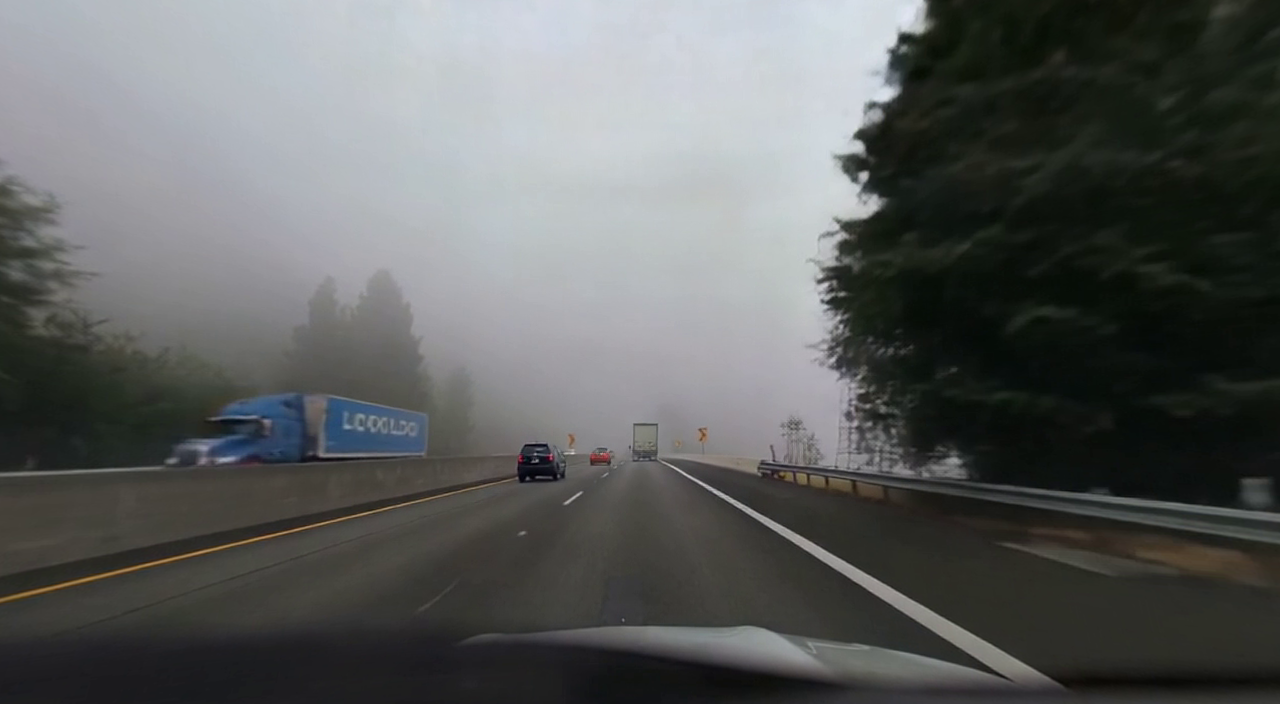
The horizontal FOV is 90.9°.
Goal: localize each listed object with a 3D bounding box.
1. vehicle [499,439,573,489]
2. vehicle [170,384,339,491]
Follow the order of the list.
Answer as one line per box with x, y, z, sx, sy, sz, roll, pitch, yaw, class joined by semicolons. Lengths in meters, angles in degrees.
-3.894;4.245;24.256;2.111;1.735;4.066;0;-9;0;vehicle
-16.594;3.785;27.800;3.536;4.173;5.865;0;-9;0;vehicle
